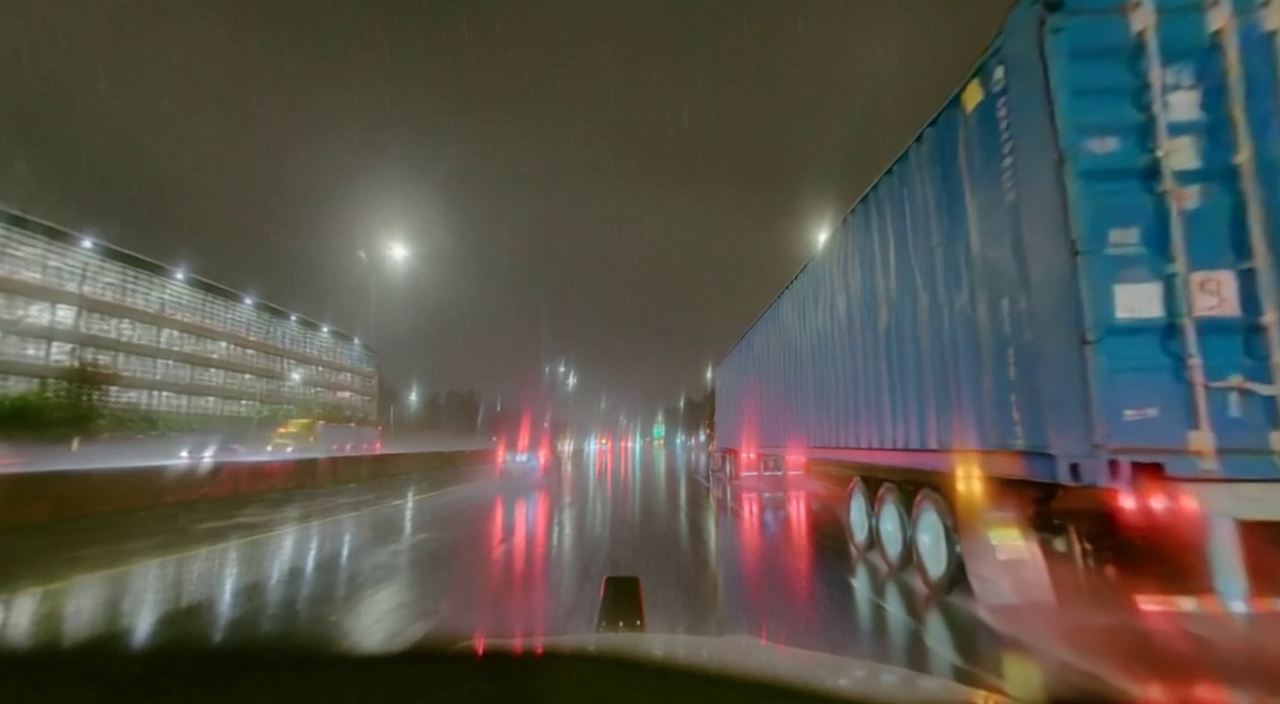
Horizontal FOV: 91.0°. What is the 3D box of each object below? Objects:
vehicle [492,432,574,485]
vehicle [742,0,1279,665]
[{"bbox_3d":[-3.350,3.413,20.463,1.954,1.528,4.010,0,-9,0],"label":"vehicle"},{"bbox_3d":[4.112,0.563,10.092,2.893,3.992,13.605,0,-8,1],"label":"vehicle"}]
